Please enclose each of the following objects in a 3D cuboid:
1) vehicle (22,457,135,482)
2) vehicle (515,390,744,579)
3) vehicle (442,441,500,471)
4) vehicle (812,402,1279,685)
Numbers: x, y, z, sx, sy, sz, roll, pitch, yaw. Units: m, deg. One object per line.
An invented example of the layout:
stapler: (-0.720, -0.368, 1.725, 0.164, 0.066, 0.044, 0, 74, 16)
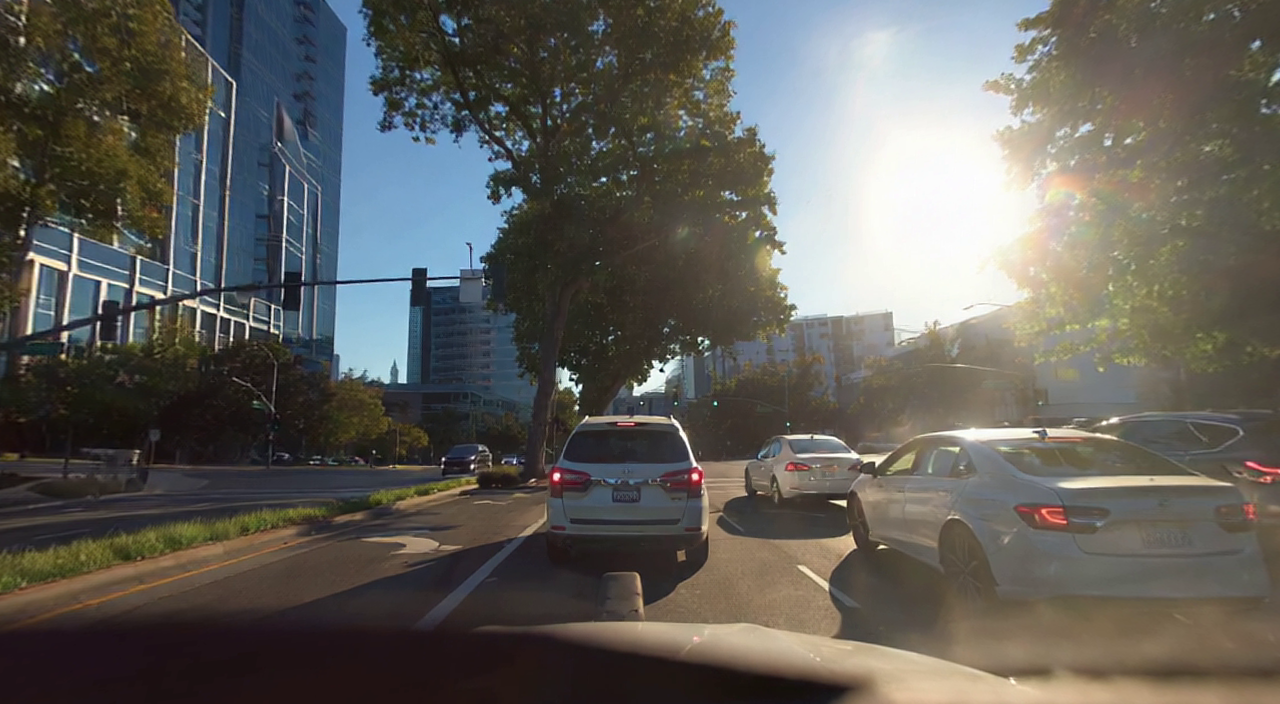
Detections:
vehicle: (-35.078, 7.341, 39.602, 4.845, 1.442, 1.880, 2, -9, -12)
vehicle: (-0.213, 1.617, 8.433, 2.236, 1.827, 4.316, 1, -9, -3)
vehicle: (-11.126, 6.885, 42.111, 2.204, 1.848, 6.047, 0, -9, 0)
vehicle: (3.367, 1.421, 5.974, 2.034, 1.558, 4.774, 0, -9, -1)
